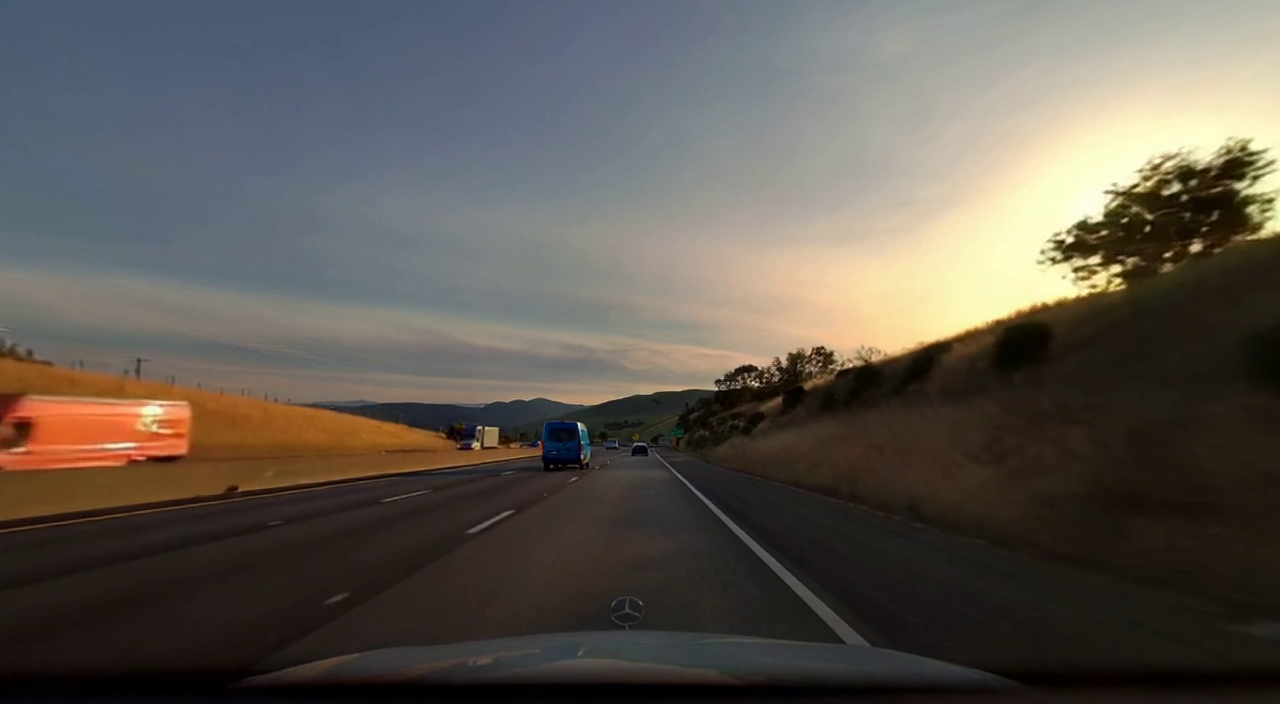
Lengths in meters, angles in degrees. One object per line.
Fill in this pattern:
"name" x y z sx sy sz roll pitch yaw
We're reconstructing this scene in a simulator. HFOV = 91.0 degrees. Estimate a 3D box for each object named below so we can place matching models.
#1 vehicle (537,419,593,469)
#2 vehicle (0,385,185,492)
"vehicle" -3.952 4.981 34.012 2.329 2.483 5.428 0 -8 0
"vehicle" -23.627 3.558 25.674 2.972 3.686 9.345 0 -8 1
